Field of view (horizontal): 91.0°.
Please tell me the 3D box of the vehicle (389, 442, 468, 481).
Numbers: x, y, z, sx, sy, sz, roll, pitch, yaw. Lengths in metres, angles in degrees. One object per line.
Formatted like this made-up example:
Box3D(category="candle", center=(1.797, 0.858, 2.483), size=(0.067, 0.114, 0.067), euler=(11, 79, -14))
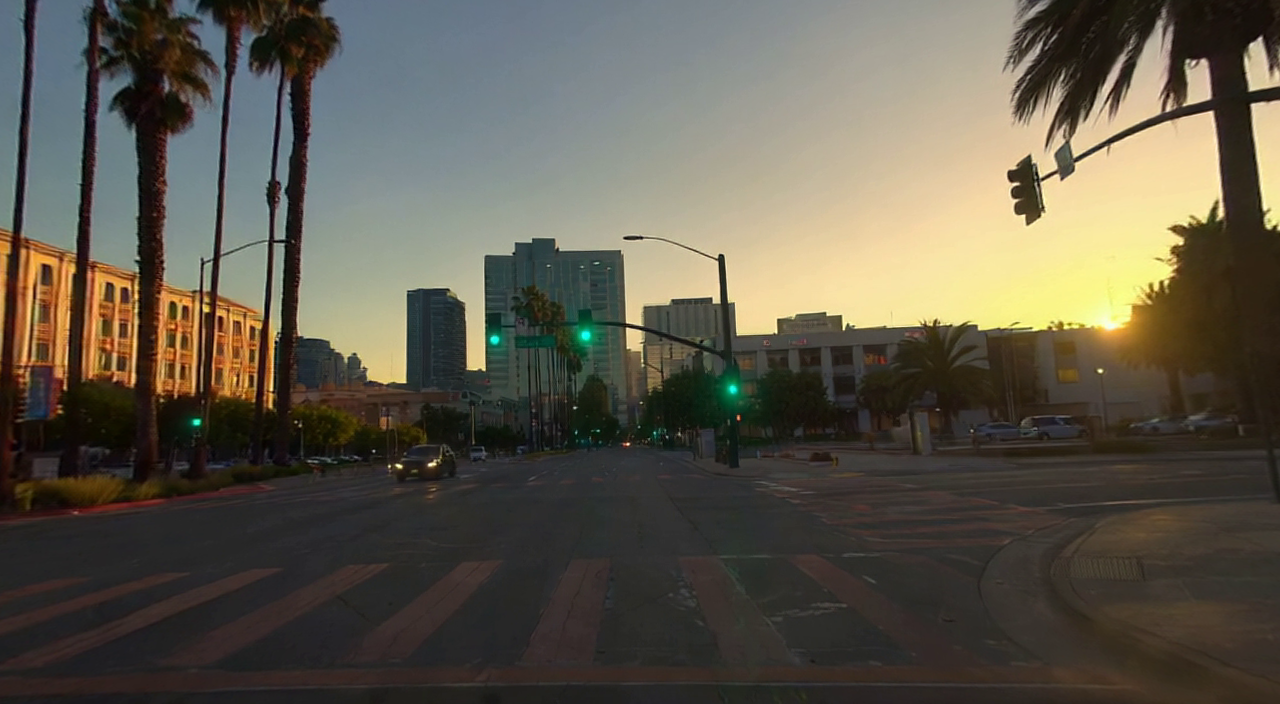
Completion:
Box3D(category="vehicle", center=(-10.740, 5.583, 32.374), size=(2.270, 1.833, 4.860), euler=(0, -9, 1))
